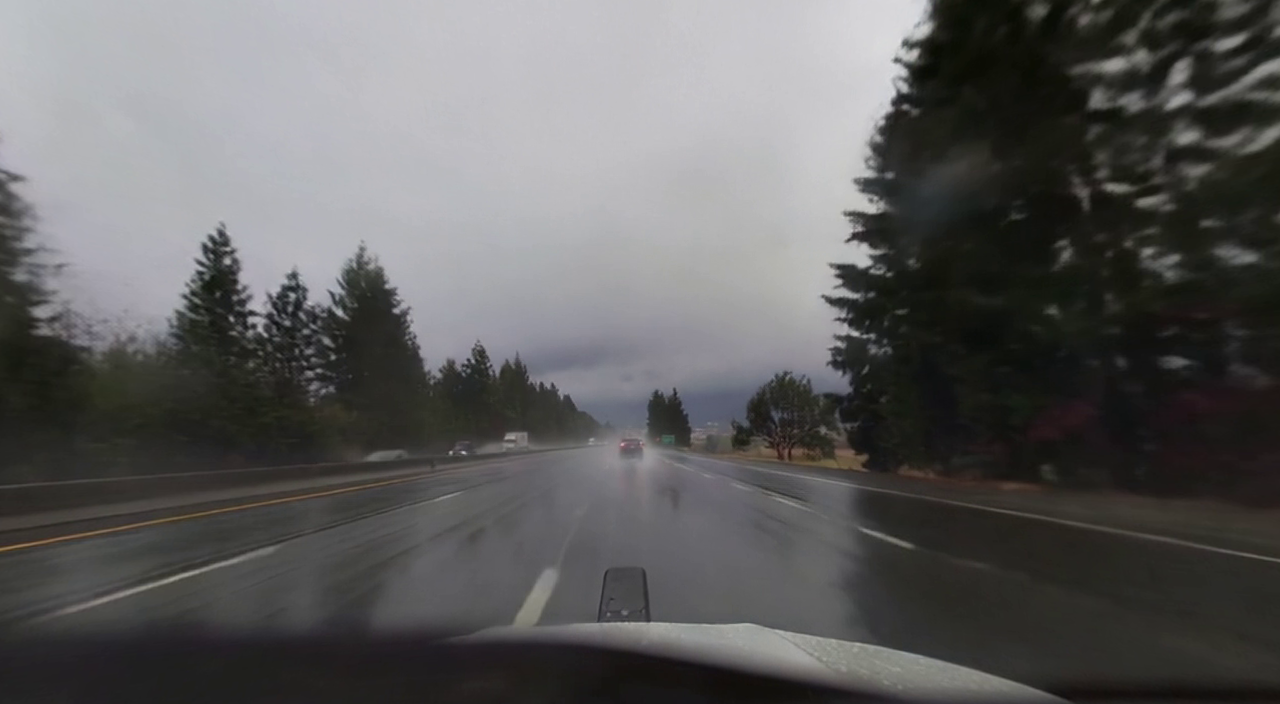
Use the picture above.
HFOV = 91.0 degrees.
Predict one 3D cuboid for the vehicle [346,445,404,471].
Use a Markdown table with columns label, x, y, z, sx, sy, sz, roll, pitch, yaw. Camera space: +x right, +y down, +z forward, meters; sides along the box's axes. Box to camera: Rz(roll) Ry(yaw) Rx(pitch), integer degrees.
| label | x | y | z | sx | sy | sz | roll | pitch | yaw |
| --- | --- | --- | --- | --- | --- | --- | --- | --- | --- |
| vehicle | -16.859 | 6.743 | 40.280 | 1.930 | 1.507 | 4.314 | 0 | -8 | -2 |
